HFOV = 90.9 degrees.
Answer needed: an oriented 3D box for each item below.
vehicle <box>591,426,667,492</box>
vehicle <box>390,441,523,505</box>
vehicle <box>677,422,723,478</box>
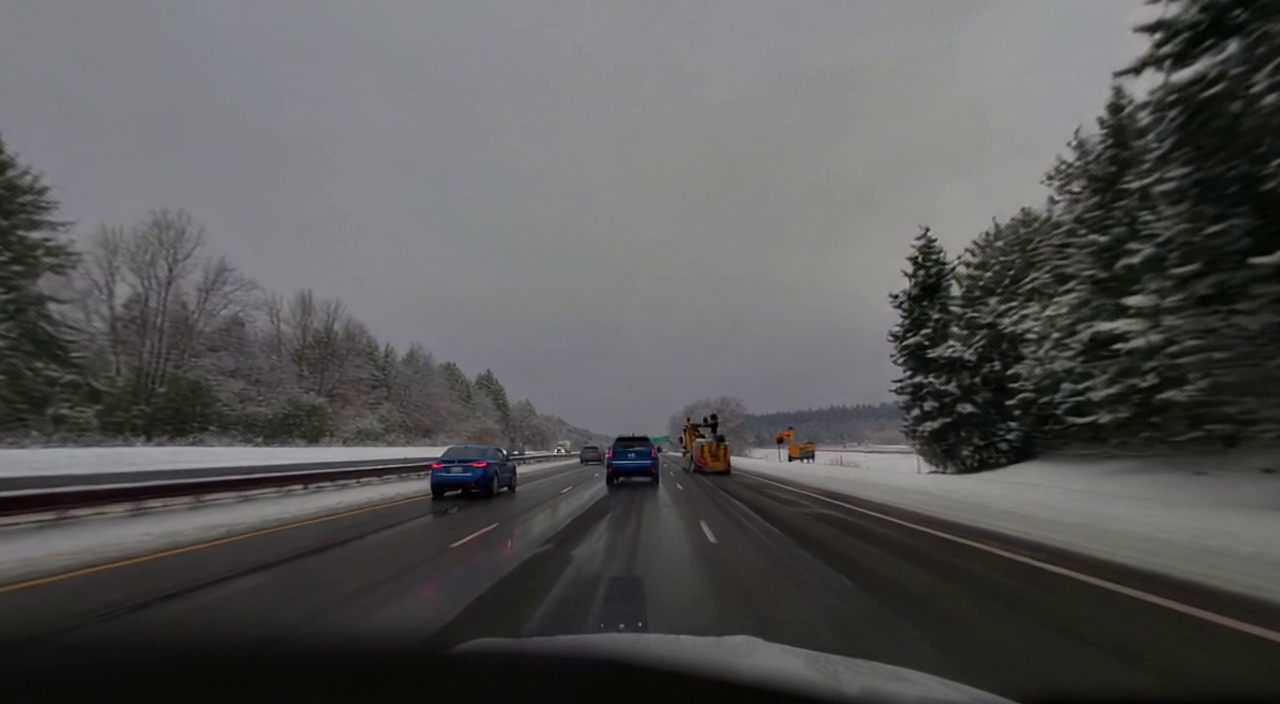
[{"bbox_3d":[-0.255,3.593,21.522,2.308,1.993,4.631,0,-8,2],"label":"vehicle"},{"bbox_3d":[-4.635,3.114,16.731,2.096,1.469,4.319,-1,-8,2],"label":"vehicle"},{"bbox_3d":[4.404,7.433,48.058,2.793,3.828,9.580,0,-8,2],"label":"vehicle"}]
